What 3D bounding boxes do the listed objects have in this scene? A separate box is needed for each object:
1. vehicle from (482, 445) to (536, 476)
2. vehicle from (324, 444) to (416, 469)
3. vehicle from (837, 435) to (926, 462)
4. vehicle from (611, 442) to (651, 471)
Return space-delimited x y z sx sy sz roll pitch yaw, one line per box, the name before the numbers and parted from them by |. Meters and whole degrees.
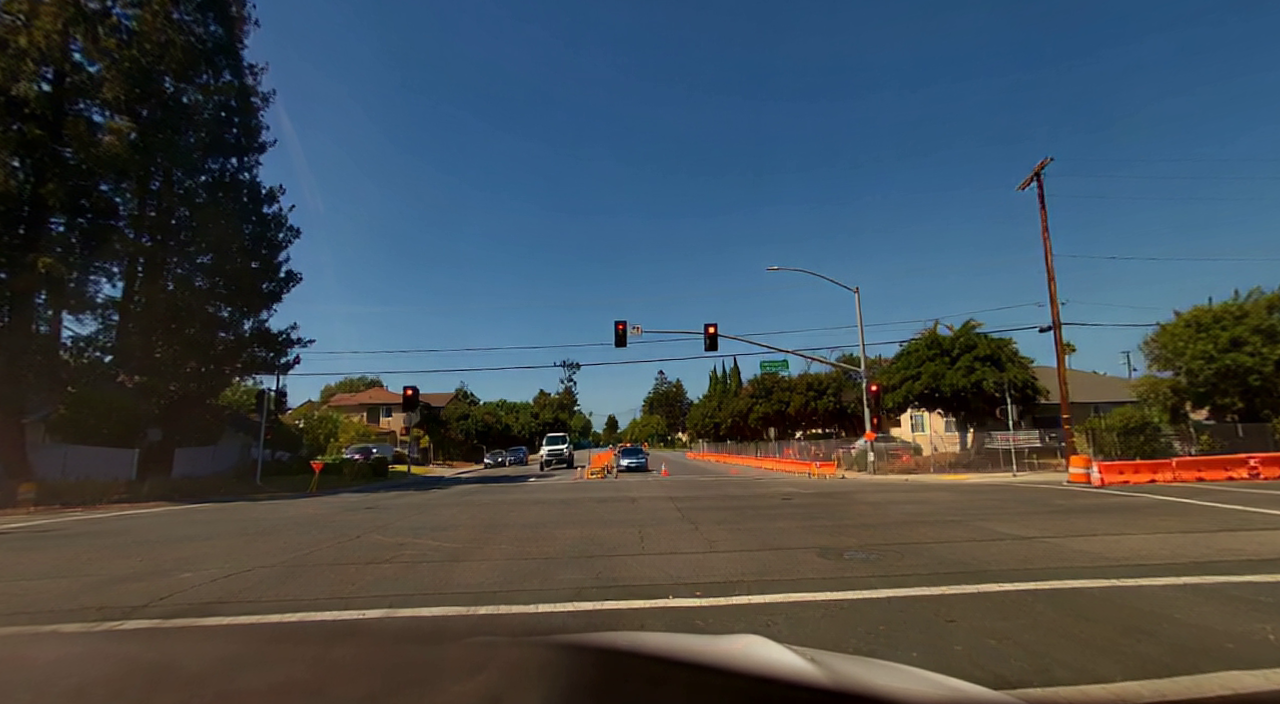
vehicle | -6.621 5.522 32.402 1.881 1.452 4.121 0 -8 0
vehicle | -16.405 6.368 38.597 4.713 1.409 1.918 0 -8 -2
vehicle | 15.371 6.176 40.324 4.892 1.656 1.856 0 -8 0
vehicle | -0.479 5.833 35.491 2.105 1.457 4.173 0 -8 -1
